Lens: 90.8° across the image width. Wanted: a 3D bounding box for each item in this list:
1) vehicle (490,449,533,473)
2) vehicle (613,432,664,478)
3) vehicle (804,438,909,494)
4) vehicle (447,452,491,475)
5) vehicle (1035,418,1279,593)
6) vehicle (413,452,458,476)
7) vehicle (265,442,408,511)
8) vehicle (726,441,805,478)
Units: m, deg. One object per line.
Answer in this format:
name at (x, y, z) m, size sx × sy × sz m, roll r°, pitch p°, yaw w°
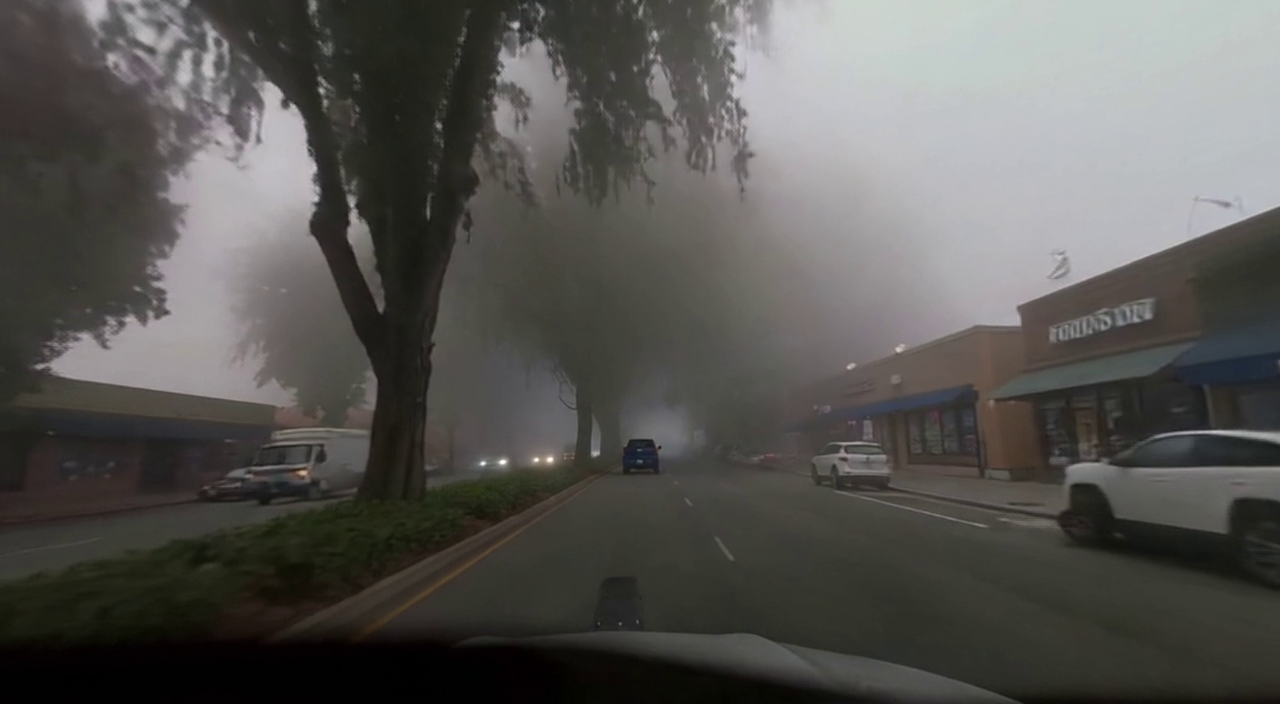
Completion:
vehicle at (-8.545, 7.306, 42.445) m, size 1.982 × 1.505 × 4.065 m, roll 0°, pitch -8°, yaw 1°
vehicle at (-0.034, 5.033, 31.105) m, size 2.293 × 2.036 × 4.853 m, roll 0°, pitch -8°, yaw 1°
vehicle at (7.277, 3.852, 21.782) m, size 2.004 × 1.714 × 4.356 m, roll 0°, pitch -8°, yaw -1°
vehicle at (-11.810, 7.728, 43.831) m, size 1.808 × 1.459 × 4.129 m, roll 0°, pitch -8°, yaw 1°
vehicle at (7.147, 1.743, 7.547) m, size 2.030 × 1.631 × 4.783 m, roll 3°, pitch -8°, yaw 4°
vehicle at (-15.863, 8.687, 49.253) m, size 1.950 × 1.740 × 4.433 m, roll -1°, pitch -8°, yaw 2°
vehicle at (-8.338, 3.420, 17.901) m, size 1.977 × 1.669 × 4.387 m, roll 0°, pitch -8°, yaw -2°
vehicle at (6.255, 5.401, 32.099) m, size 2.114 × 1.697 × 4.739 m, roll 2°, pitch -9°, yaw -13°
